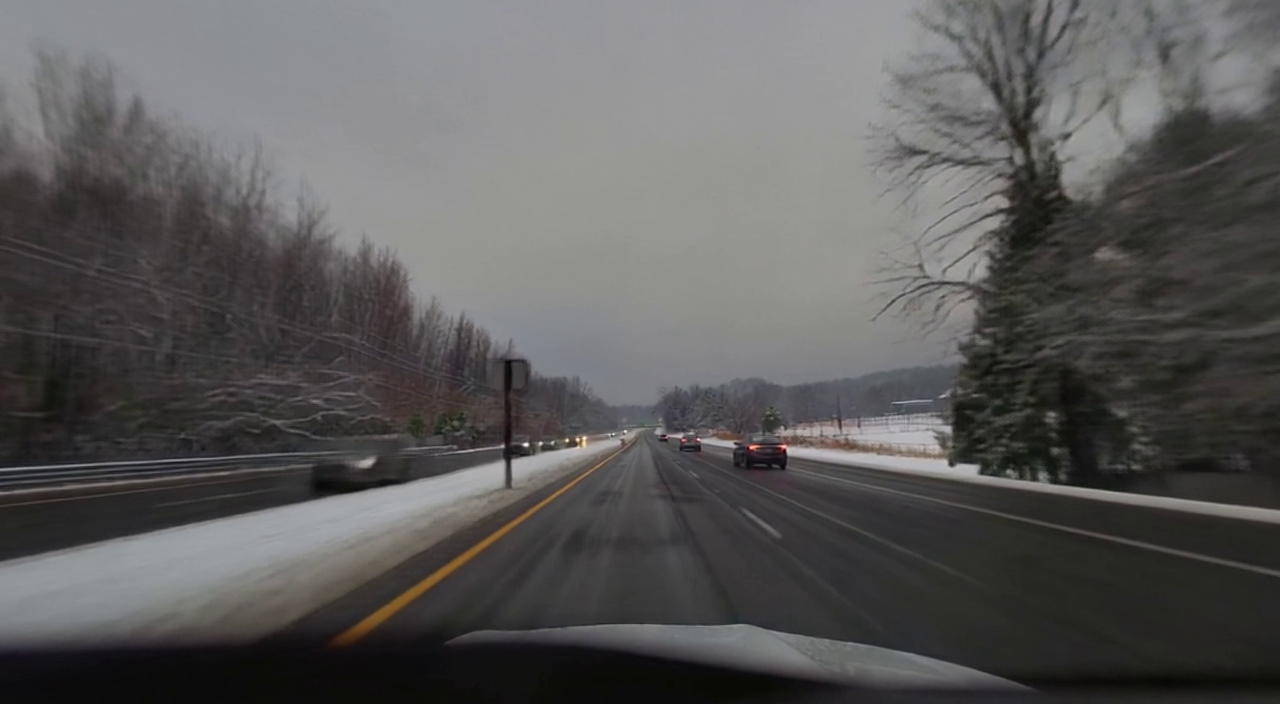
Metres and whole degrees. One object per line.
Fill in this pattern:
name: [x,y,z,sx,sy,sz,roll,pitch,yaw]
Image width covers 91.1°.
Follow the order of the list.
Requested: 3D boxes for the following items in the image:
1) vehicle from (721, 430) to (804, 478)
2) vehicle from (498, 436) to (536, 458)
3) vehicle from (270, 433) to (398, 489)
vehicle: [4.198,3.557,22.278,2.024,1.516,4.197,0,-8,-1]
vehicle: [-8.709,6.780,44.910,1.861,1.504,4.286,0,-8,0]
vehicle: [-8.986,3.210,18.868,1.872,1.498,3.957,0,-8,0]
